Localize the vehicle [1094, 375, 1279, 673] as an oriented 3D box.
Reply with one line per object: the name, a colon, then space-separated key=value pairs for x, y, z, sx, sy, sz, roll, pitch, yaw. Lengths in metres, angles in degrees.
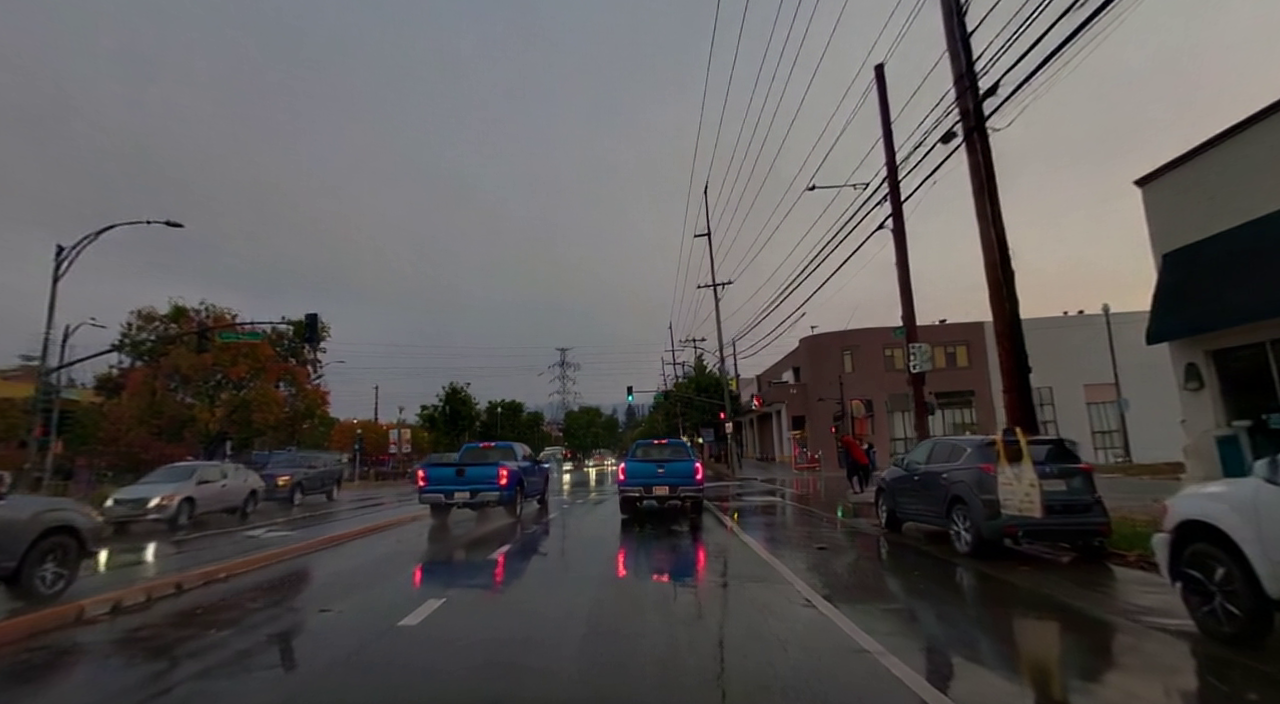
vehicle: x=4.865 y=0.900 z=2.848 sx=2.007 sy=1.786 sz=4.870 roll=0 pitch=-9 yaw=1

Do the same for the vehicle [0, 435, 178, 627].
vehicle: x=-6.228 y=1.403 z=4.791 sx=1.994 sy=1.551 sz=4.414 roll=0 pitch=-9 yaw=1

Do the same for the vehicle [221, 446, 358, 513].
vehicle: x=-11.500 y=4.150 z=21.153 sx=2.133 sy=1.952 sz=4.856 roll=1 pitch=-9 yaw=-5

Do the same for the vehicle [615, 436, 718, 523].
vehicle: x=0.796 y=2.925 z=15.092 sx=2.089 sy=1.699 sz=4.650 roll=-1 pitch=-9 yaw=7

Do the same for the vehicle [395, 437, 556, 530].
vehicle: x=-3.139 y=2.615 z=13.166 sx=1.995 sy=1.554 sz=4.618 roll=0 pitch=-9 yaw=1

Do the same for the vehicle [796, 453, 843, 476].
vehicle: x=13.392 y=8.394 z=47.255 sx=2.075 sy=1.556 sz=4.585 roll=1 pitch=-9 yaw=-1

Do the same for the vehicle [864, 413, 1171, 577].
vehicle: x=5.089 y=1.960 z=9.490 sx=1.974 sy=1.823 sz=4.576 roll=0 pitch=-9 yaw=3

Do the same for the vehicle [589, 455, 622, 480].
vehicle: x=-2.606 y=8.896 z=48.692 sx=2.140 sy=1.768 sz=5.092 roll=0 pitch=-9 yaw=1
